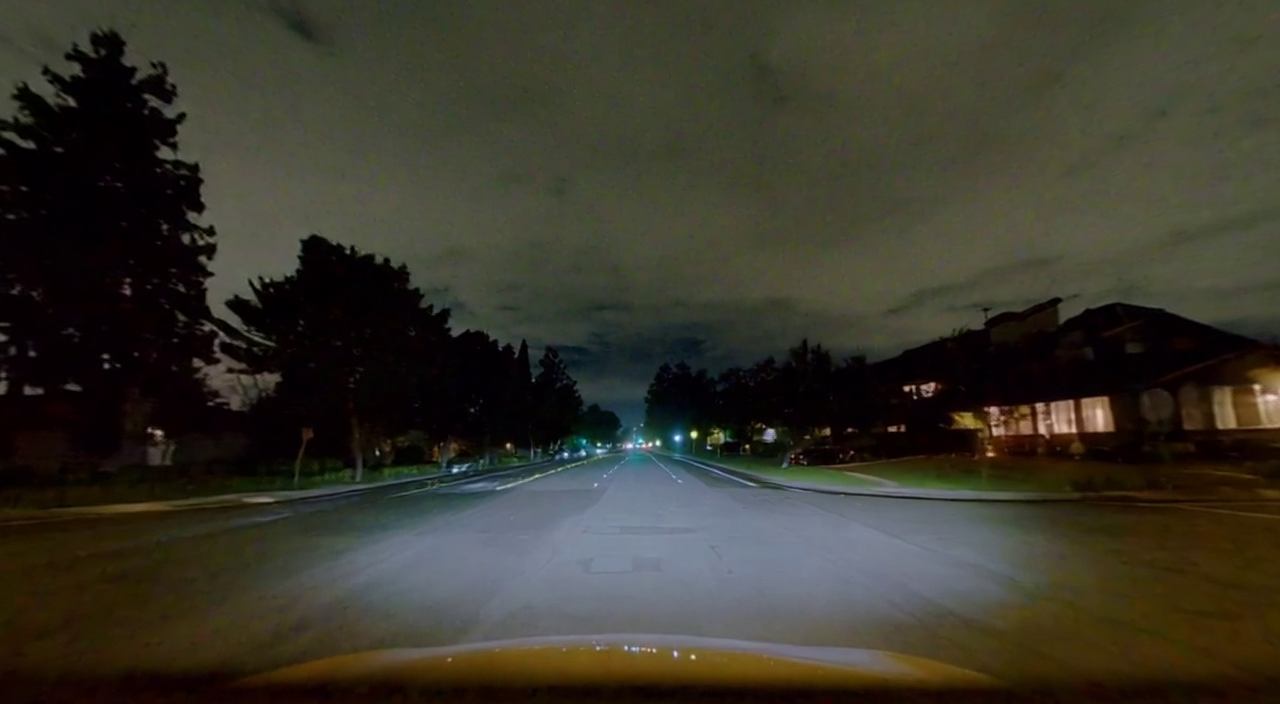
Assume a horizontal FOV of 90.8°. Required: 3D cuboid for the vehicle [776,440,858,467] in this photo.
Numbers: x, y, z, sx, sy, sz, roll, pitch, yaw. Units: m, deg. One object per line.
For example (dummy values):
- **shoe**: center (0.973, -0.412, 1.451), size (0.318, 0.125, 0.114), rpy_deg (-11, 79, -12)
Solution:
- **vehicle**: center (11.778, 6.779, 42.278), size (4.782, 1.494, 1.963), rpy_deg (-3, -9, 0)
